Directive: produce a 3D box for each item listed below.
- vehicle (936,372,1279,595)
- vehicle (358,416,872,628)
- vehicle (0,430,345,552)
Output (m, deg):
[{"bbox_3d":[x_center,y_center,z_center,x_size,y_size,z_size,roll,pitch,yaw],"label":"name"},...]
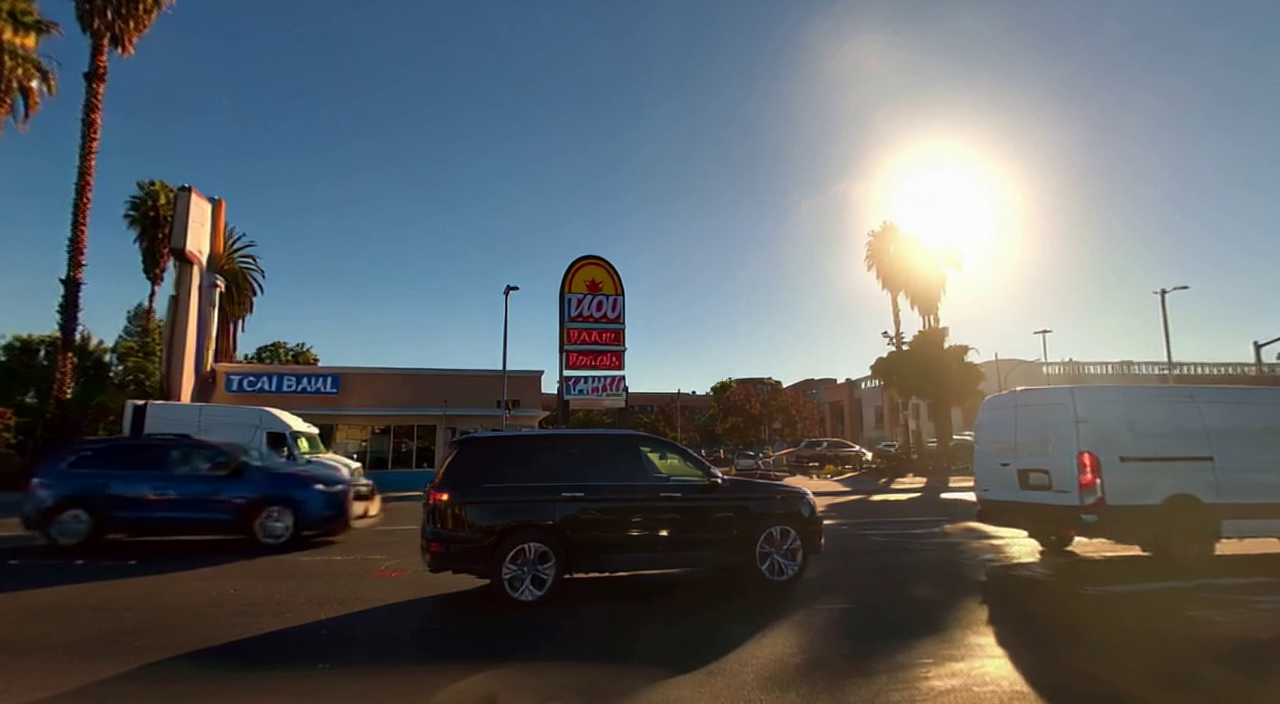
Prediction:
[{"bbox_3d":[7.346,1.516,7.848,6.246,2.202,2.277,1,-9,-7],"label":"vehicle"},{"bbox_3d":[-0.239,1.611,6.666,4.493,1.728,2.137,1,-9,-8],"label":"vehicle"},{"bbox_3d":[-7.222,2.062,9.792,4.280,1.625,2.062,1,-9,-7],"label":"vehicle"}]
